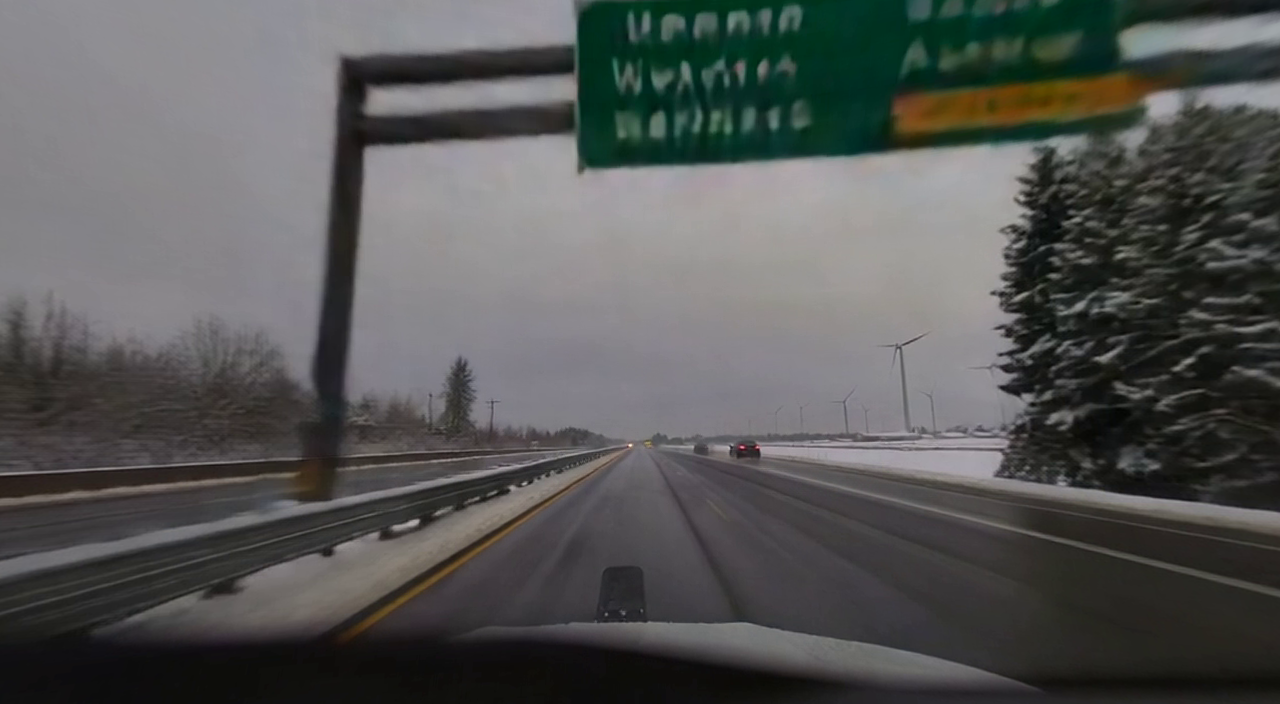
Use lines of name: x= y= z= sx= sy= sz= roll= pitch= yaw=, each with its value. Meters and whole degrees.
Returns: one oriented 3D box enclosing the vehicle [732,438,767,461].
vehicle: x=8.493 y=7.635 z=49.349 sx=1.897 sy=1.669 sz=4.825 roll=0 pitch=-9 yaw=0
